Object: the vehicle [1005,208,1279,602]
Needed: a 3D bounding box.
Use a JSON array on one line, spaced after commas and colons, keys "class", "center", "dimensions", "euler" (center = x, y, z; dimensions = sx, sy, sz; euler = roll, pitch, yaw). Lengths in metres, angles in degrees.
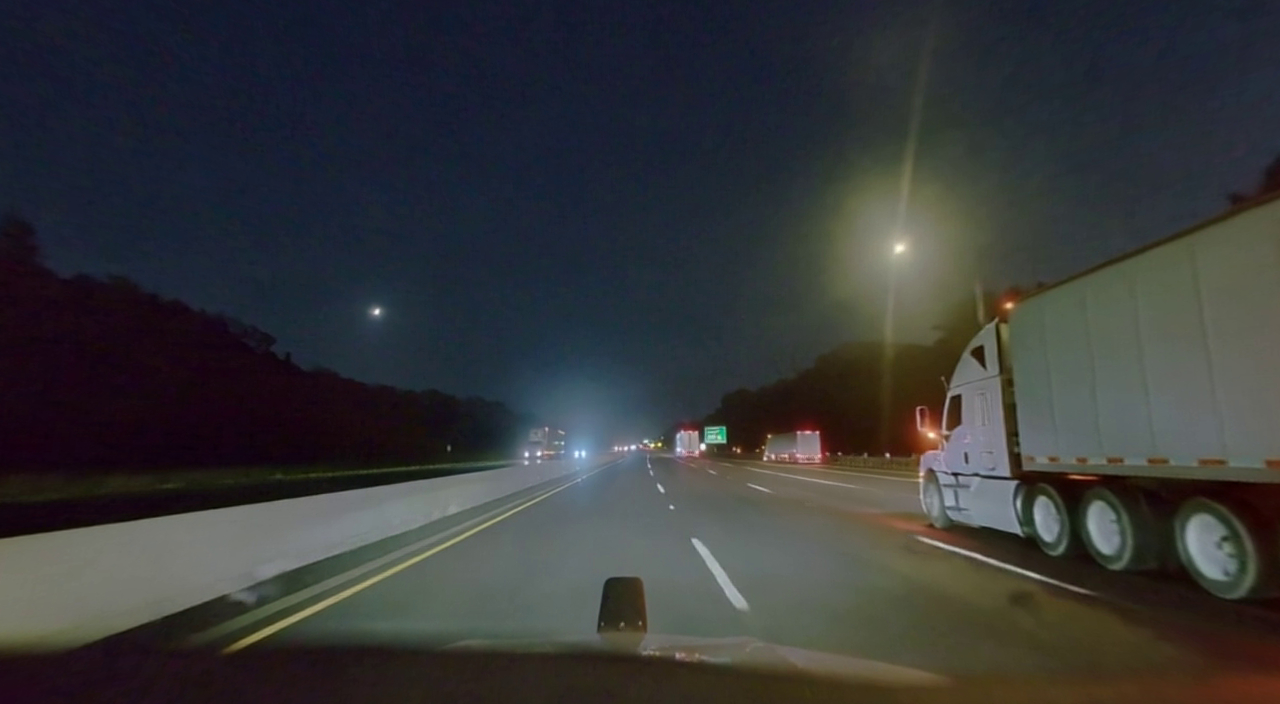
[{"class": "vehicle", "center": [6.601, 0.425, 5.103], "dimensions": [2.690, 3.197, 7.515], "euler": [0, -9, 0]}]
